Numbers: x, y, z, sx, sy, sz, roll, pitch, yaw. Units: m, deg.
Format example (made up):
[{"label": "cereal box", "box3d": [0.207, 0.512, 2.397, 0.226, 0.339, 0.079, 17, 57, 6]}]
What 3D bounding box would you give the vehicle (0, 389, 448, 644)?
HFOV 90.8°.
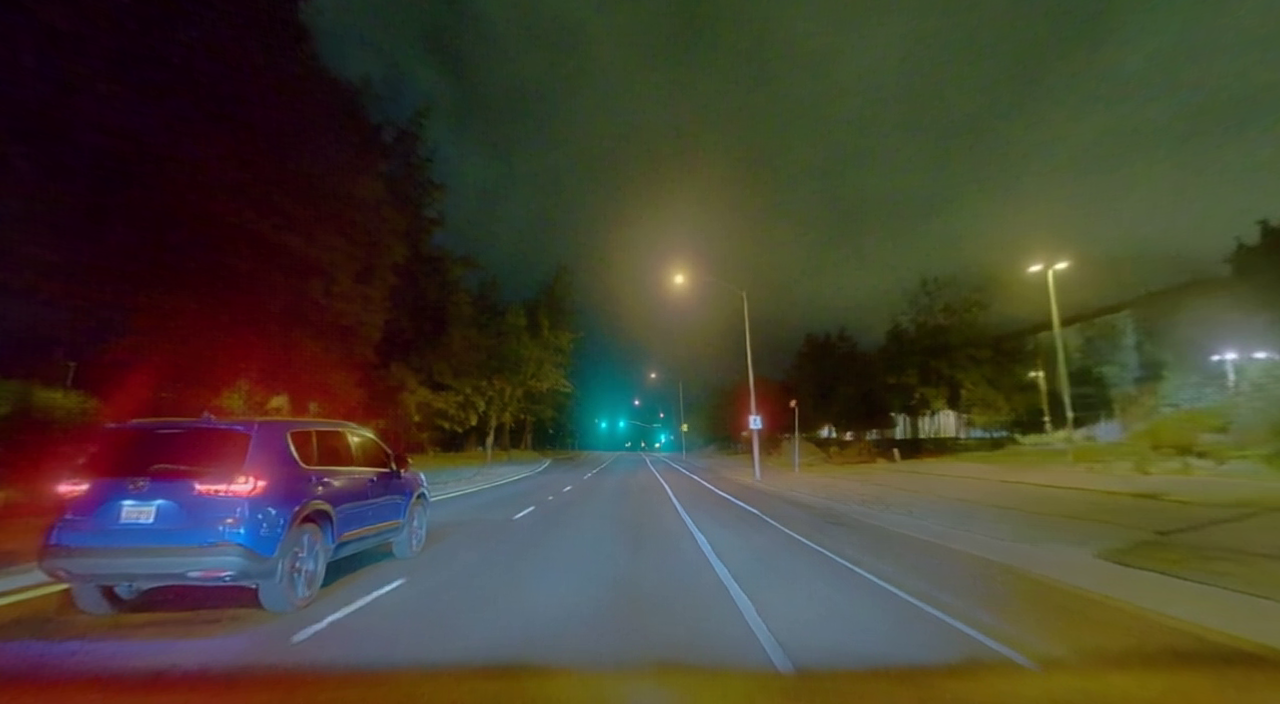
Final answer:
[{"label": "vehicle", "box3d": [-3.759, 1.448, 6.558, 2.121, 1.724, 4.392, 0, -9, 0]}]
